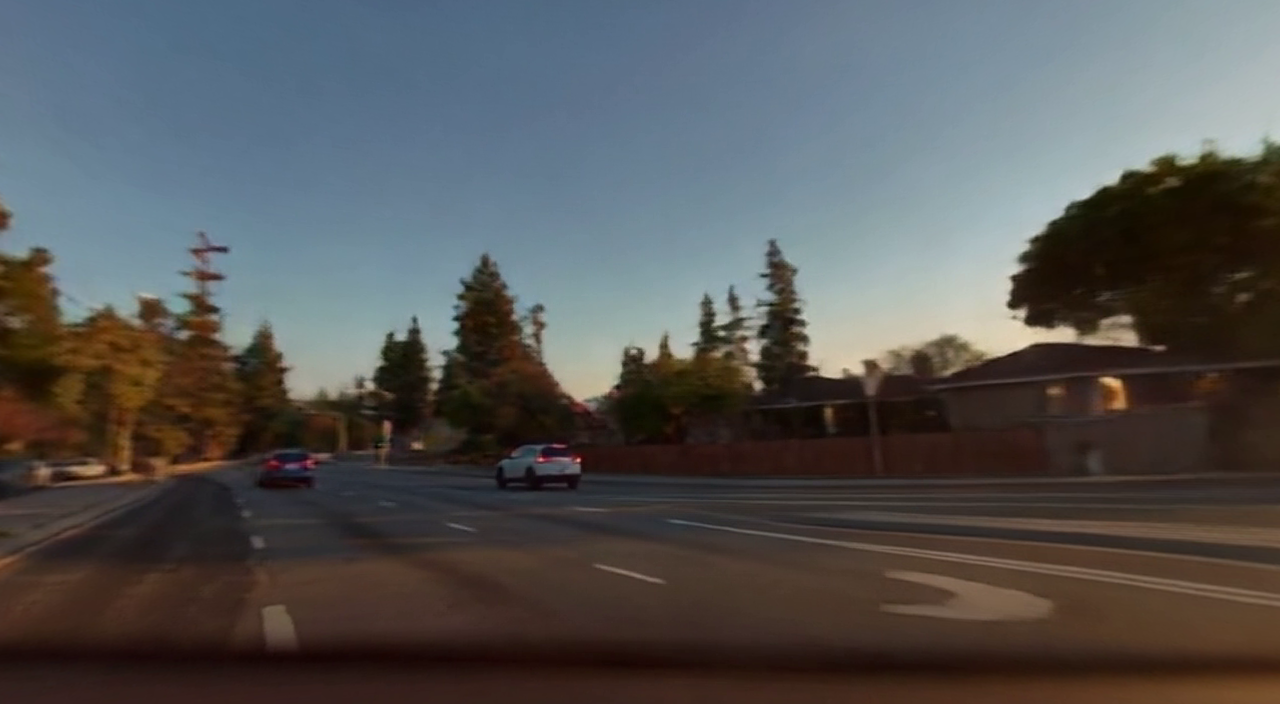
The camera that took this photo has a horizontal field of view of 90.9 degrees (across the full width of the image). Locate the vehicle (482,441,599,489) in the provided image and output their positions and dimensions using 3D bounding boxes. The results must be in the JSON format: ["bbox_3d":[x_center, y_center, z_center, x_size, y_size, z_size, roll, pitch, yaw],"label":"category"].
[{"bbox_3d":[-4.223,4.641,26.284,4.995,1.798,2.102,-8,-11,40],"label":"vehicle"}]

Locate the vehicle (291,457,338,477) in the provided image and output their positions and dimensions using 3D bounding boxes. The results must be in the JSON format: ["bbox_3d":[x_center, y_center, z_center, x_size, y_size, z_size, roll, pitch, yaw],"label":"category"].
[{"bbox_3d":[-25.782,9.057,49.850,1.933,1.460,4.882,7,-11,-43],"label":"vehicle"}]
